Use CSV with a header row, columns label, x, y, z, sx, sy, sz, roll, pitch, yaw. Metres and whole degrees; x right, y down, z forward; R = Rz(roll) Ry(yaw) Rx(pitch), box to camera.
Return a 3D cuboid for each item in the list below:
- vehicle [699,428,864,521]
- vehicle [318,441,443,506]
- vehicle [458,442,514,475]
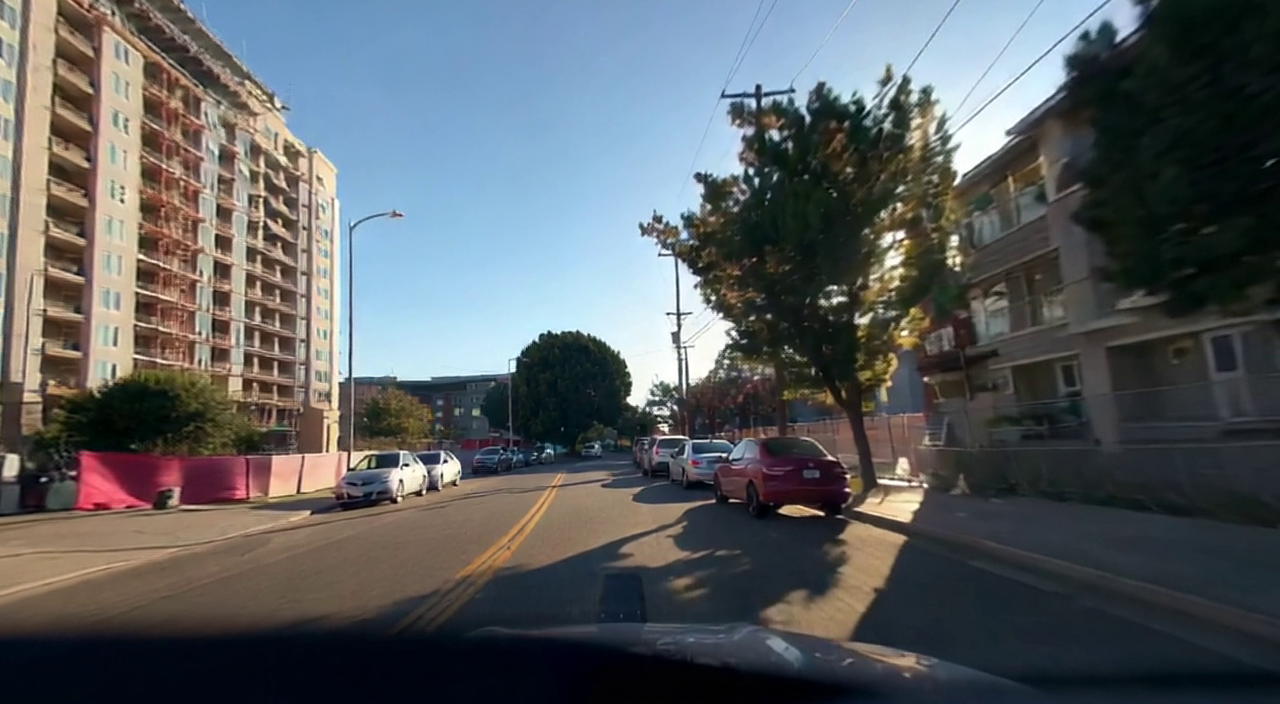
label,x,y,z,sx,sy,sz,roll,pitch,yaw
vehicle,2.727,2.500,13.533,1.976,1.588,4.968,1,-8,-5
vehicle,-7.713,3.717,19.312,1.996,1.578,4.806,-4,-10,-3
vehicle,-9.606,6.645,39.701,2.194,1.861,5.725,0,-8,-1
